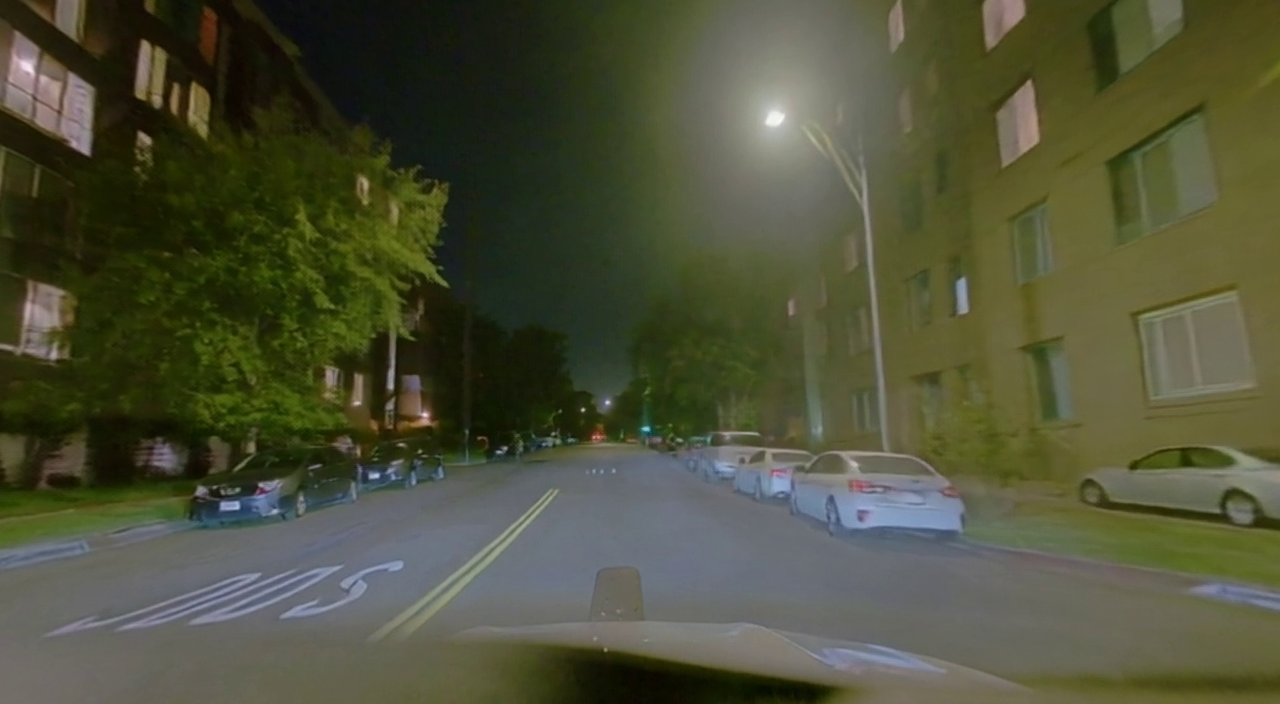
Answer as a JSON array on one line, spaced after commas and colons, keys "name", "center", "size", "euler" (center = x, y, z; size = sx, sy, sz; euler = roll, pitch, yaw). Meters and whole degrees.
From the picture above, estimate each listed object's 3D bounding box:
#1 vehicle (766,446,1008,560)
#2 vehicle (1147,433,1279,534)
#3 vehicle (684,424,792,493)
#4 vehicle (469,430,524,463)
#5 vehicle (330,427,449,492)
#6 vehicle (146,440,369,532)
[{"name": "vehicle", "center": [3.590, 2.258, 10.322], "size": [1.977, 1.410, 4.744], "euler": [0, -9, -1]}, {"name": "vehicle", "center": [10.885, 2.036, 10.067], "size": [3.821, 1.417, 2.061], "euler": [1, -9, -4]}, {"name": "vehicle", "center": [3.065, 3.554, 21.366], "size": [2.365, 1.970, 6.011], "euler": [0, -9, -3]}, {"name": "vehicle", "center": [-8.910, 6.007, 39.639], "size": [2.384, 1.781, 5.492], "euler": [-3, -10, -2]}, {"name": "vehicle", "center": [-8.255, 3.645, 21.395], "size": [2.235, 1.802, 5.138], "euler": [-2, -10, -4]}, {"name": "vehicle", "center": [-7.685, 2.700, 13.324], "size": [2.067, 1.510, 4.501], "euler": [-2, -9, -3]}]
